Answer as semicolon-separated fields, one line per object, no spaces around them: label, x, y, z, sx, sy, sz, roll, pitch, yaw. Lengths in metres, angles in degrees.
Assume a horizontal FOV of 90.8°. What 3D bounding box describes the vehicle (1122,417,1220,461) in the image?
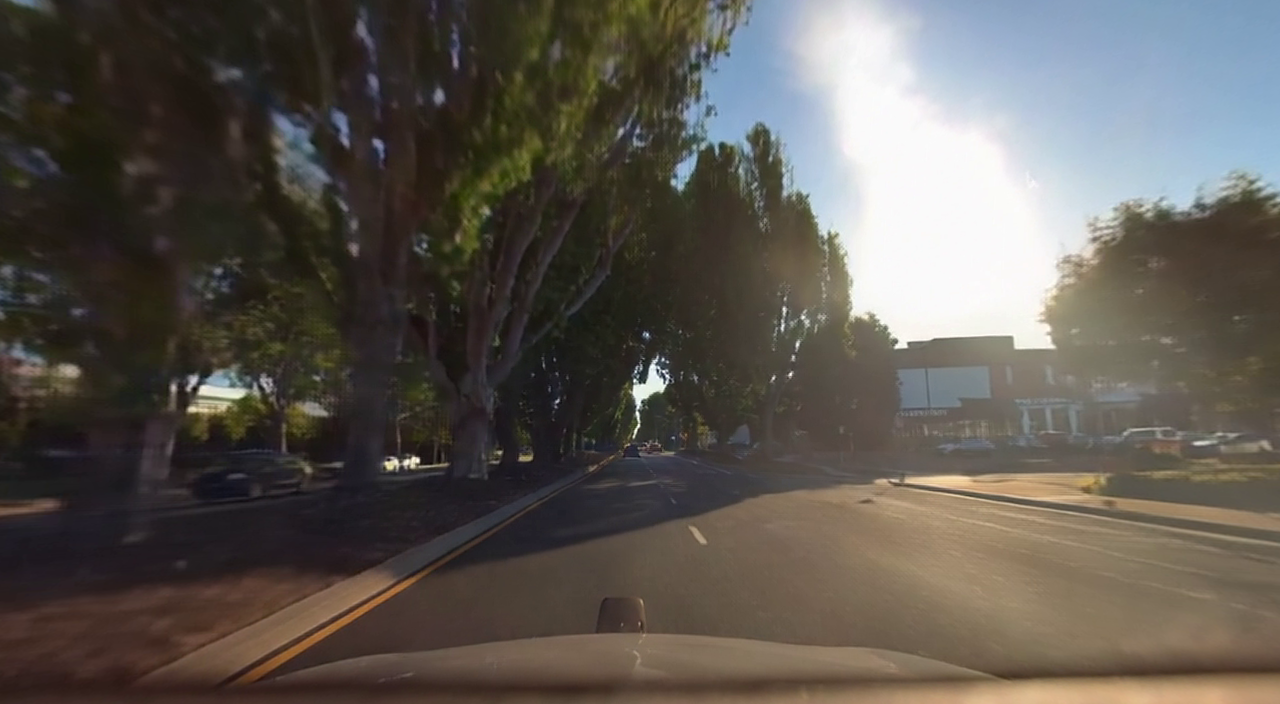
vehicle;32.159;5.309;38.349;3.804;2.526;2.489;1;-9;-11

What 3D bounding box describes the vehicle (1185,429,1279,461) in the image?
vehicle;36.899;5.740;39.177;4.752;1.730;1.932;-1;-9;-11

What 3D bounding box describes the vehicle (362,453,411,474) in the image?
vehicle;-19.787;8.695;49.501;1.795;1.452;4.718;0;-9;1

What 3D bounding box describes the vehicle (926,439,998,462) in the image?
vehicle;23.677;7.219;46.448;4.518;1.599;1.850;2;-9;-13

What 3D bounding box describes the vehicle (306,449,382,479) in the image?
vehicle;-20.074;7.581;43.236;2.208;1.882;5.826;-1;-9;2

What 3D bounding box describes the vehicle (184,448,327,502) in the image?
vehicle;-13.453;4.279;22.537;1.990;1.686;4.611;-1;-9;3
